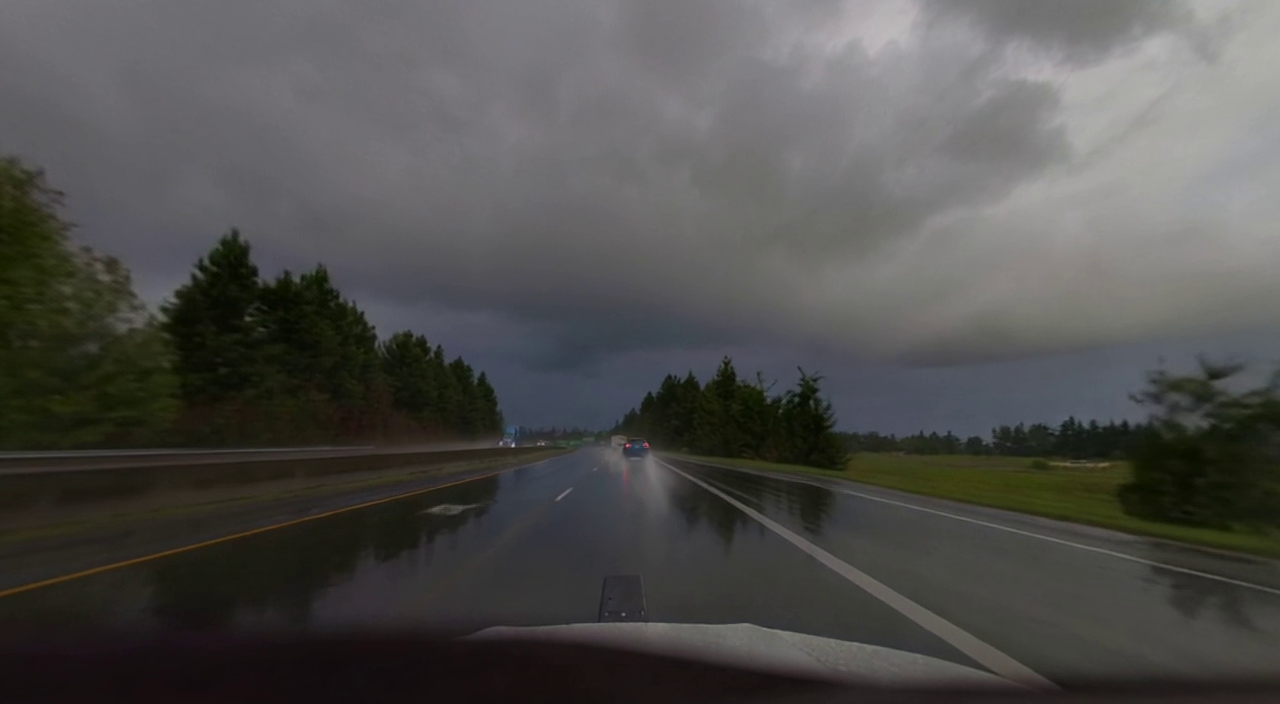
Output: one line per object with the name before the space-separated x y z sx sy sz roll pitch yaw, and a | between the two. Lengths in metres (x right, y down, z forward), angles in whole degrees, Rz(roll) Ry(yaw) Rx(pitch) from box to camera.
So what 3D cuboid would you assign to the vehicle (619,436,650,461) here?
vehicle | -0.472 7.134 46.467 2.079 1.729 4.380 0 -8 -3
